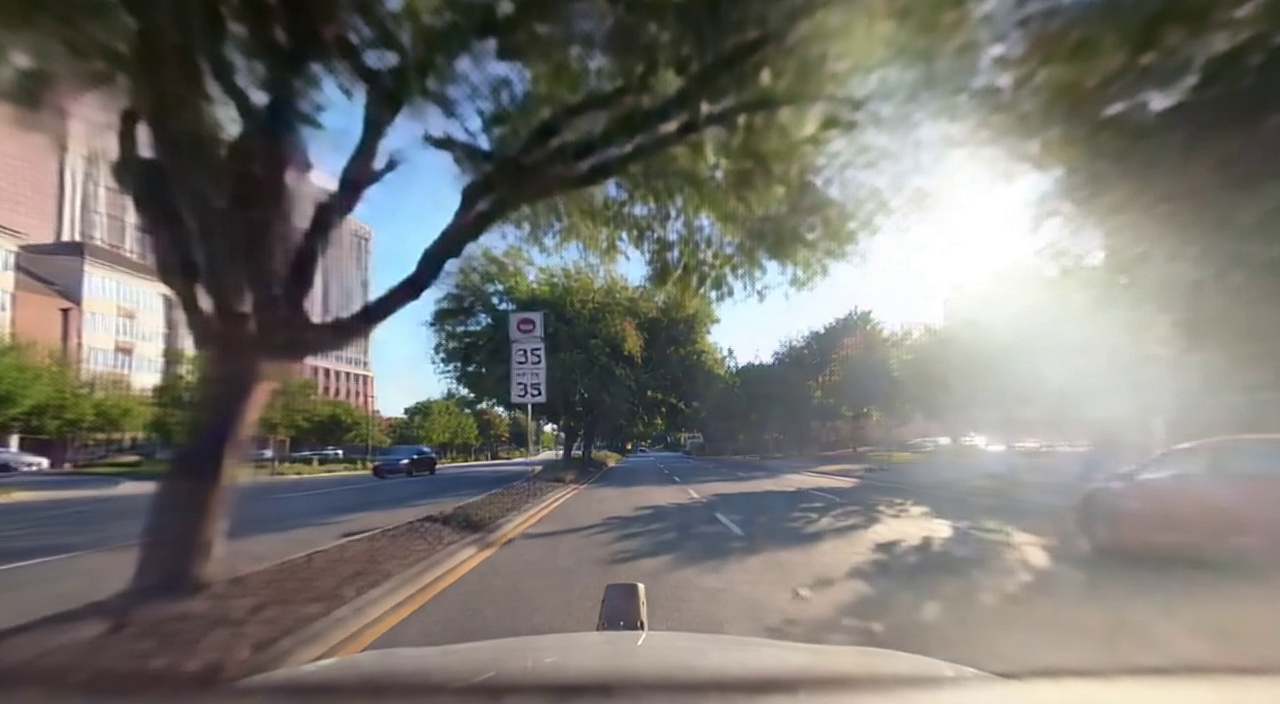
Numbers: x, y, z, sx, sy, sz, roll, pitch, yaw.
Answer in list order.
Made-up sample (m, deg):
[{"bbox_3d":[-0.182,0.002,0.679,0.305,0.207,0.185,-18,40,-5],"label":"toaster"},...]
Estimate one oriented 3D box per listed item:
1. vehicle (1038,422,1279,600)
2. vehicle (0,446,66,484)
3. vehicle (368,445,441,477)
[{"bbox_3d":[6.566,1.472,6.116,2.088,1.524,5.085,0,-9,0],"label":"vehicle"},{"bbox_3d":[-35.726,6.307,35.554,2.083,2.034,5.018,0,-9,-2],"label":"vehicle"},{"bbox_3d":[-12.689,5.882,34.406,2.163,1.576,4.704,0,-9,1],"label":"vehicle"}]
